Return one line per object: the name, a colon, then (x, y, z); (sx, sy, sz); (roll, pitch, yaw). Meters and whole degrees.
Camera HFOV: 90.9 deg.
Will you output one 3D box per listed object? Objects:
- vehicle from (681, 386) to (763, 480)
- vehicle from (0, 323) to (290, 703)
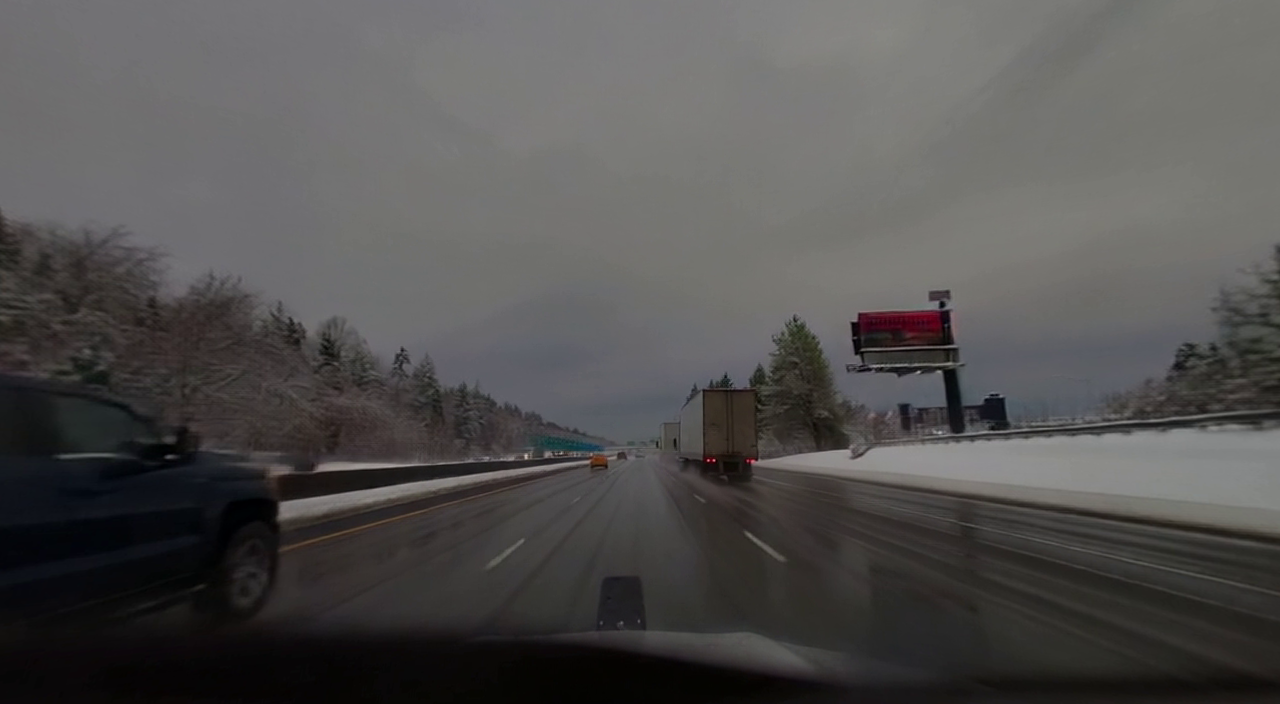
vehicle: (4.172, 4.762, 35.726); (2.826, 4.269, 14.176); (0, -9, 0)
vehicle: (-3.642, 0.712, 1.957); (2.291, 1.788, 4.825); (0, -9, 0)
